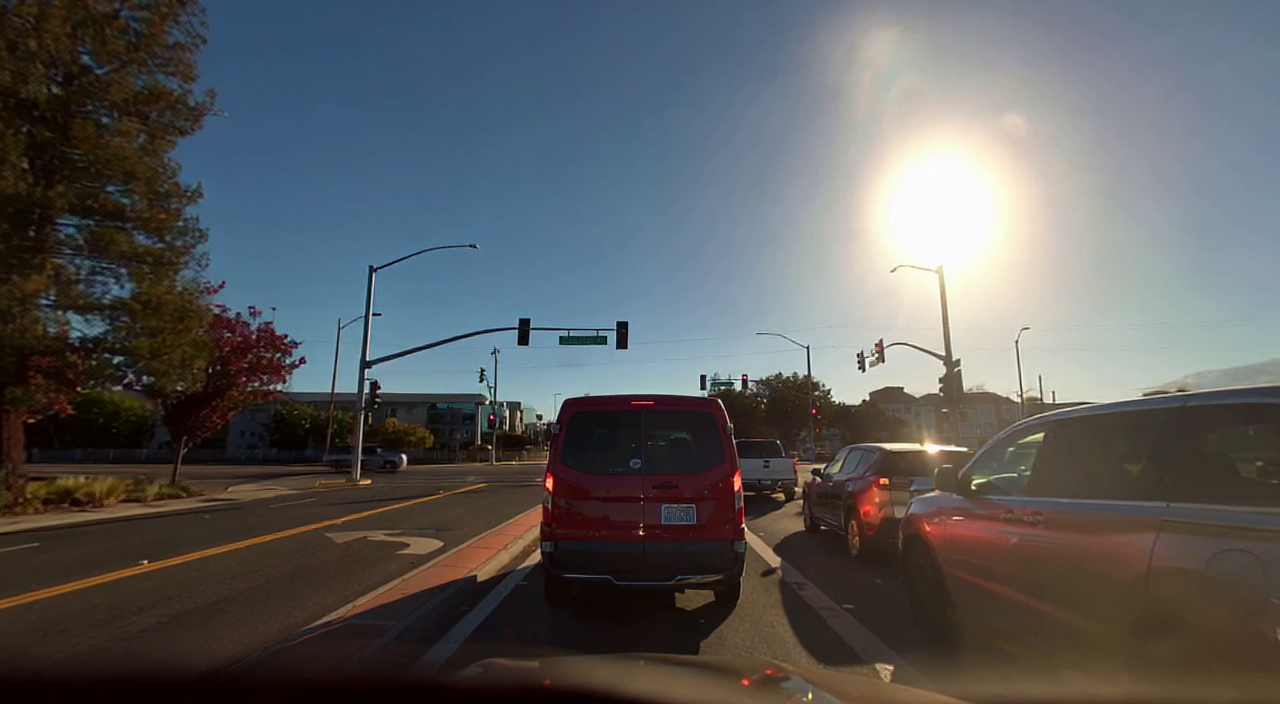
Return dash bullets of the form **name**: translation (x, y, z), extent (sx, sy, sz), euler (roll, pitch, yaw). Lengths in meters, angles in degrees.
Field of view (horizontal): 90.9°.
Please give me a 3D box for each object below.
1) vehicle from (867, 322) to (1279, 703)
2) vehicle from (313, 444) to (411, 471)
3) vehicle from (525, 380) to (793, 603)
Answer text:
- **vehicle**: translation (2.893, 0.950, 3.178), extent (1.971, 1.663, 4.287), euler (0, -8, 2)
- **vehicle**: translation (-15.808, 6.008, 36.002), extent (4.664, 1.449, 1.992), euler (1, -8, -7)
- **vehicle**: translation (0.171, 1.466, 7.440), extent (2.185, 1.822, 4.391), euler (0, -8, 0)
